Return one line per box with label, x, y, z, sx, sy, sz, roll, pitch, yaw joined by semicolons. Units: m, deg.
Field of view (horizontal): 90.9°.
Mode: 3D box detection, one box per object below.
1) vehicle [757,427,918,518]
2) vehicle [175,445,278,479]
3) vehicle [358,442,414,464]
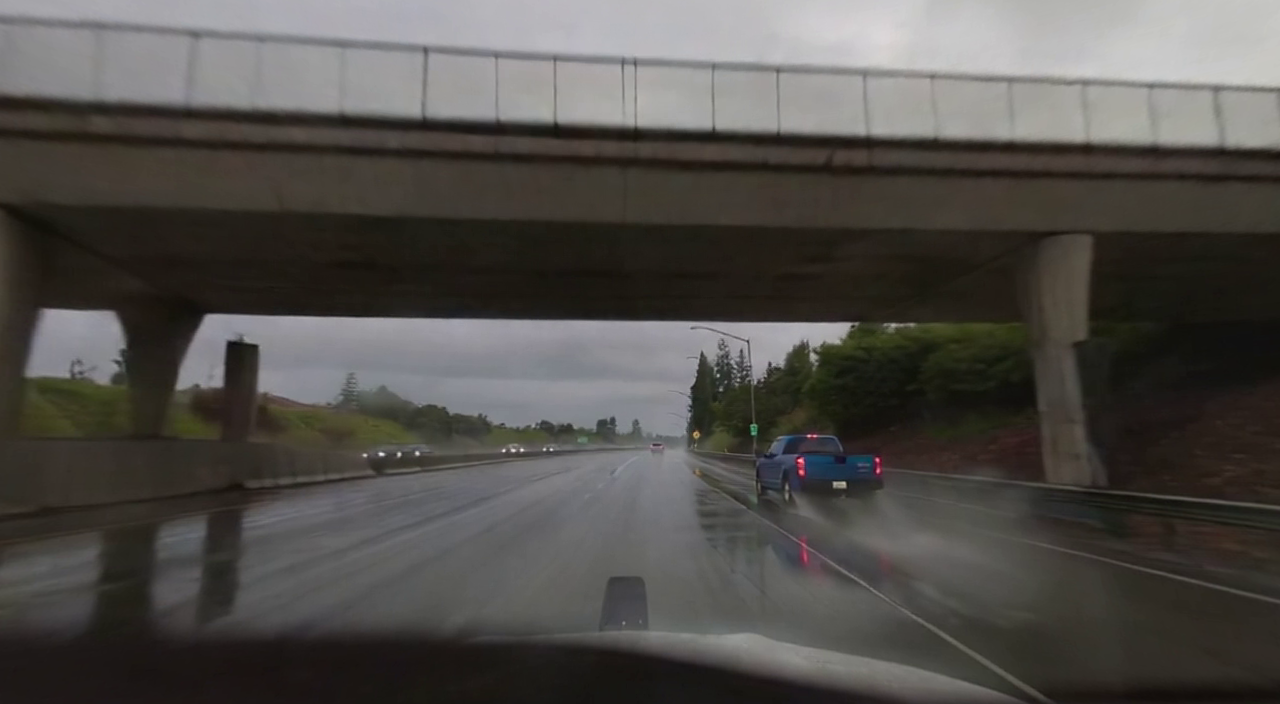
vehicle;4.060;2.557;14.003;2.010;1.637;4.940;0;-8;1
vehicle;-19.615;5.205;30.159;1.833;1.438;4.439;0;-8;1
vehicle;-19.409;7.739;48.498;1.997;1.583;5.181;0;-8;2
